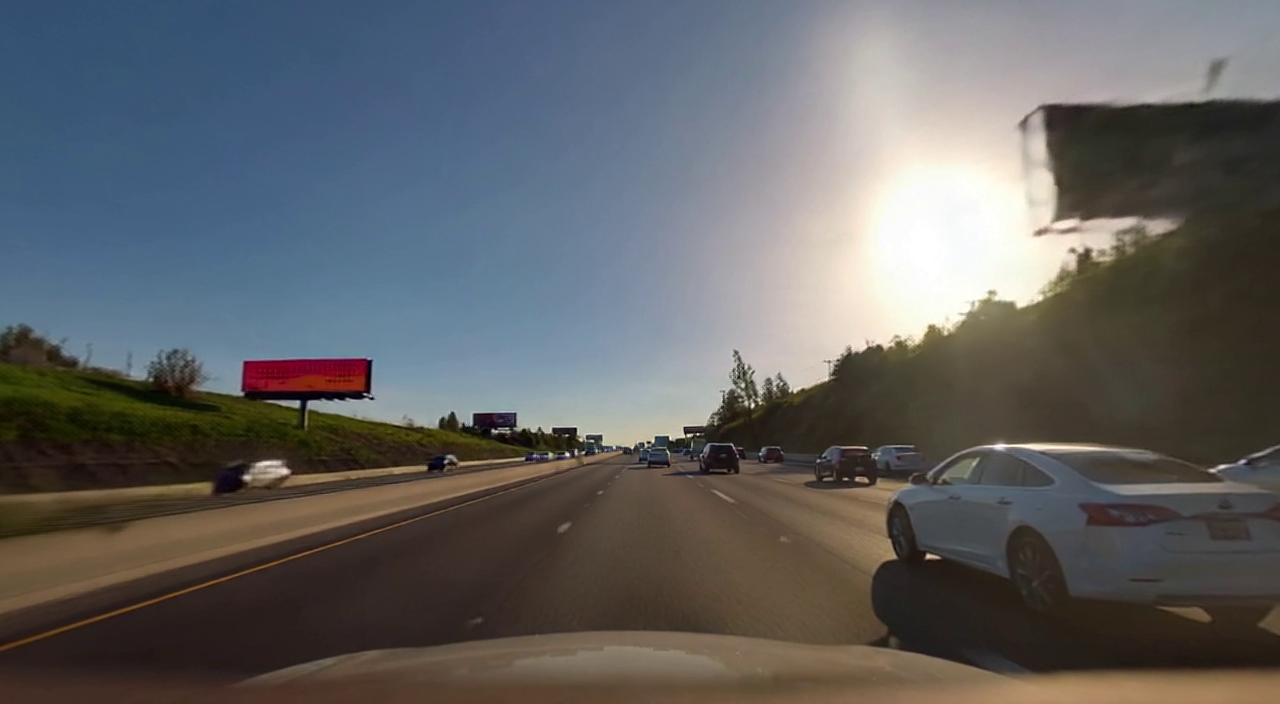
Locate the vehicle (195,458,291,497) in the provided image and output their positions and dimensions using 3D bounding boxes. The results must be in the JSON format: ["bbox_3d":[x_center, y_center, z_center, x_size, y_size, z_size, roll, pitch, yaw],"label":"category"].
[{"bbox_3d":[-20.161,6.377,32.315,2.066,1.746,4.308,-1,-8,0],"label":"vehicle"}]

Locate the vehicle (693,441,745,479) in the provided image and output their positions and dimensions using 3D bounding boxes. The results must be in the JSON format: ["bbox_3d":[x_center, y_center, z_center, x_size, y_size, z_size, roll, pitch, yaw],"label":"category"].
[{"bbox_3d":[4.077,5.662,33.332,2.075,1.845,4.667,0,-8,-1],"label":"vehicle"}]

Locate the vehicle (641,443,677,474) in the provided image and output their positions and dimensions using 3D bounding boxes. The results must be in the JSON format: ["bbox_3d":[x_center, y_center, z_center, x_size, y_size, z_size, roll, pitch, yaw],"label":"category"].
[{"bbox_3d":[1.162,6.717,40.048,2.145,1.832,4.004,-1,-8,1],"label":"vehicle"}]

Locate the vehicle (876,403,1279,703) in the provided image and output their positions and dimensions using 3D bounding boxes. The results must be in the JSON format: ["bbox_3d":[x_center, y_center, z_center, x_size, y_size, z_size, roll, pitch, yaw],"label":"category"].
[{"bbox_3d":[3.914,1.387,5.472,1.989,1.609,4.355,0,-8,-1],"label":"vehicle"}]

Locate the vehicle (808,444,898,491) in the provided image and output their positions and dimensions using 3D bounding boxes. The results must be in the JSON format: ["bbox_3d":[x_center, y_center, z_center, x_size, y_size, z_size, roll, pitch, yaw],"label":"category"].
[{"bbox_3d":[7.696,4.183,23.260,1.807,1.558,4.352,0,-8,0],"label":"vehicle"}]
